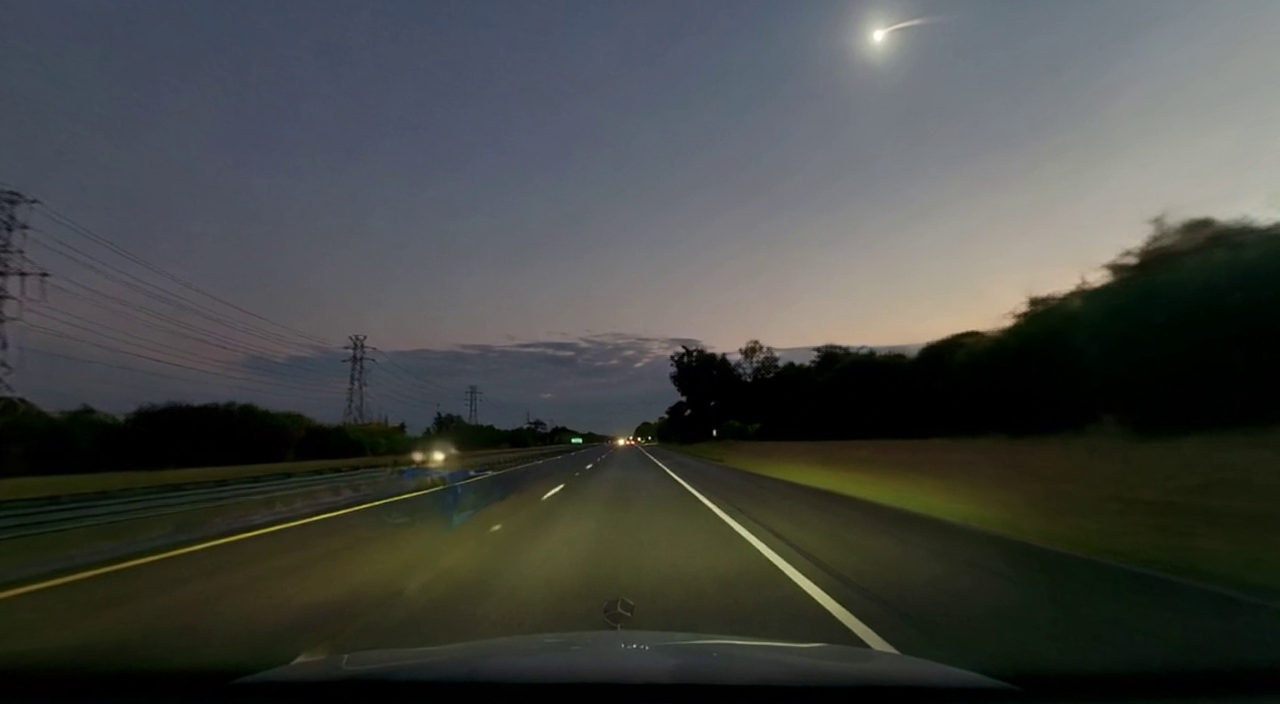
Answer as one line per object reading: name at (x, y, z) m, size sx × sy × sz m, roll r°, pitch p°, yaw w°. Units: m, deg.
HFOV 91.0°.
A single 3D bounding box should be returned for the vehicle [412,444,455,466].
vehicle at (-15.556, 7.765, 47.657) m, size 1.840 × 1.553 × 4.155 m, roll 0°, pitch -8°, yaw -1°
